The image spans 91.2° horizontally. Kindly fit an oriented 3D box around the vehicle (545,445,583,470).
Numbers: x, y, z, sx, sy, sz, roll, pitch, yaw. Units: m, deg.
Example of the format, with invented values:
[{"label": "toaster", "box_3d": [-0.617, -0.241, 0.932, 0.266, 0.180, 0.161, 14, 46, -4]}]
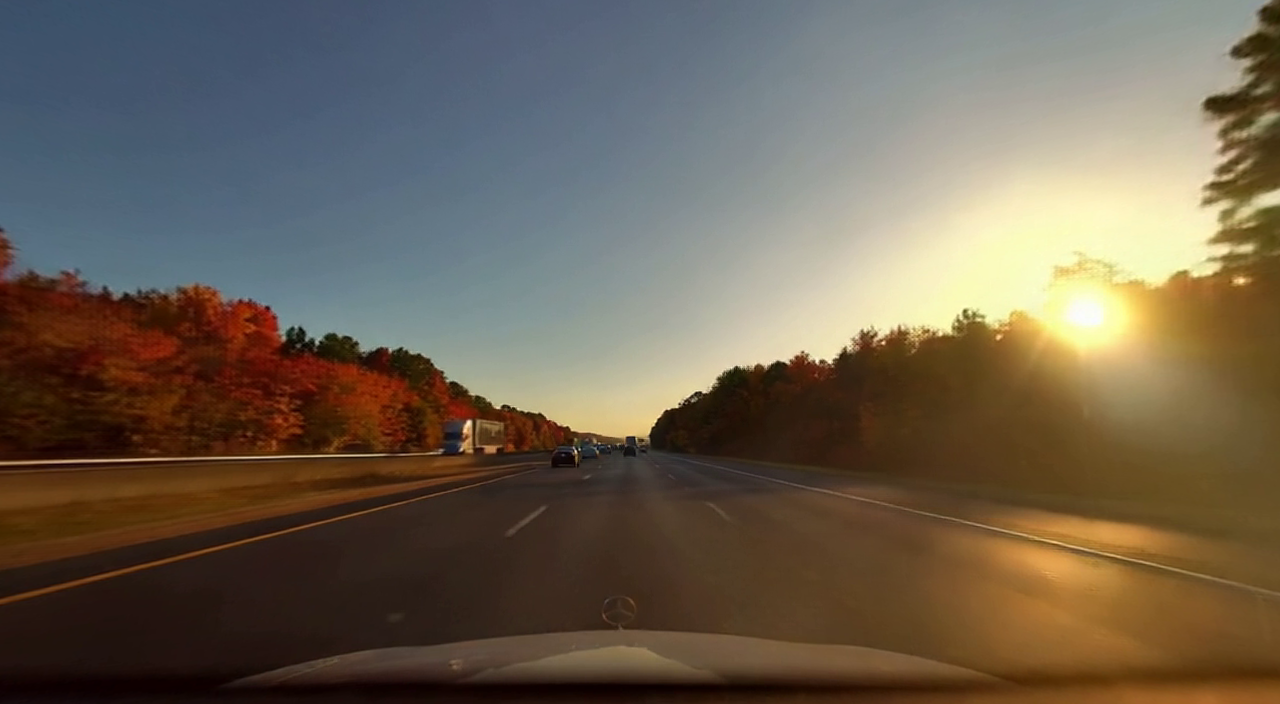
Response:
[{"label": "vehicle", "box_3d": [-4.742, 6.597, 39.463, 1.963, 1.475, 3.665, 0, -9, -1]}]
